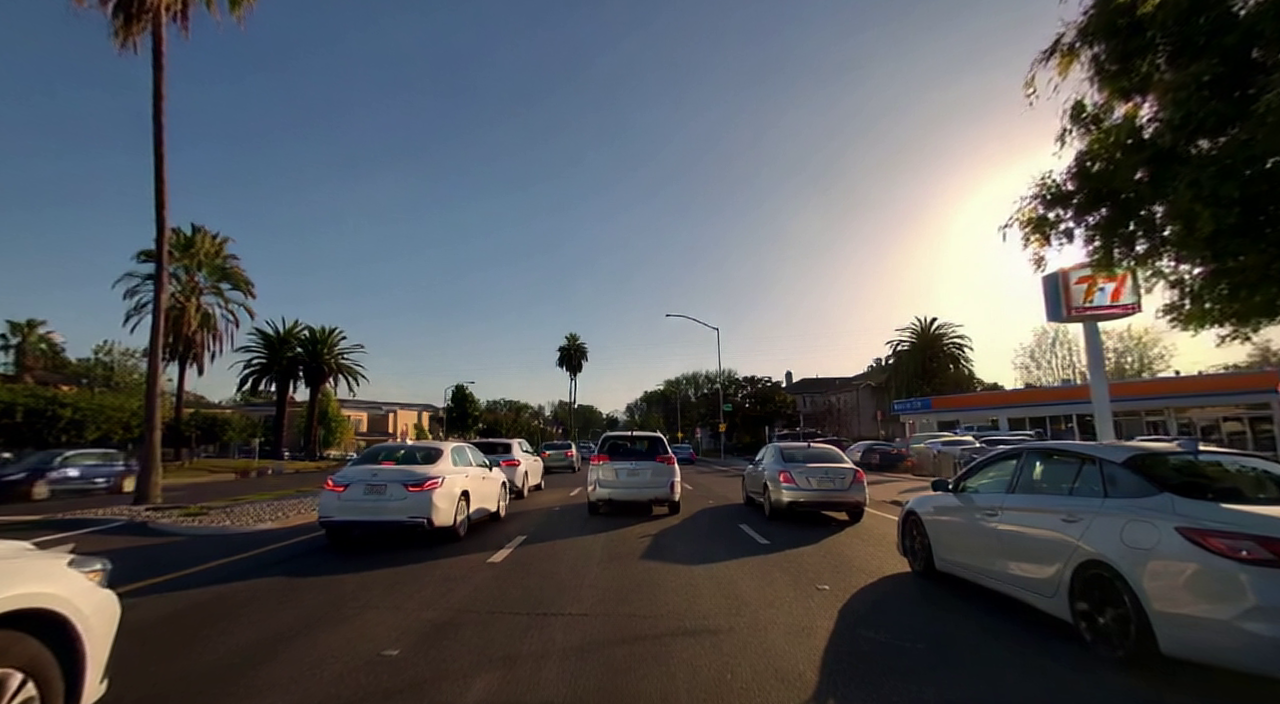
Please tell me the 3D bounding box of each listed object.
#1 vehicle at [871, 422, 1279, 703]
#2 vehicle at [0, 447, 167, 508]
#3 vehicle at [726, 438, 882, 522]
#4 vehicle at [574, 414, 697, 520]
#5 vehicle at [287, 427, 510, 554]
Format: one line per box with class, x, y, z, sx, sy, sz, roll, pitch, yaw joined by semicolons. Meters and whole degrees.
vehicle;3.585;1.350;4.878;1.867;1.448;4.436;0;-8;0
vehicle;-16.166;3.480;18.008;1.813;1.480;4.486;0;-8;-1
vehicle;3.272;2.631;13.633;1.977;1.480;4.589;0;-8;-2
vehicle;-0.114;2.346;13.307;2.164;1.867;4.254;0;-8;-1
vehicle;-3.328;1.970;9.708;1.864;1.505;4.202;0;-8;-2
